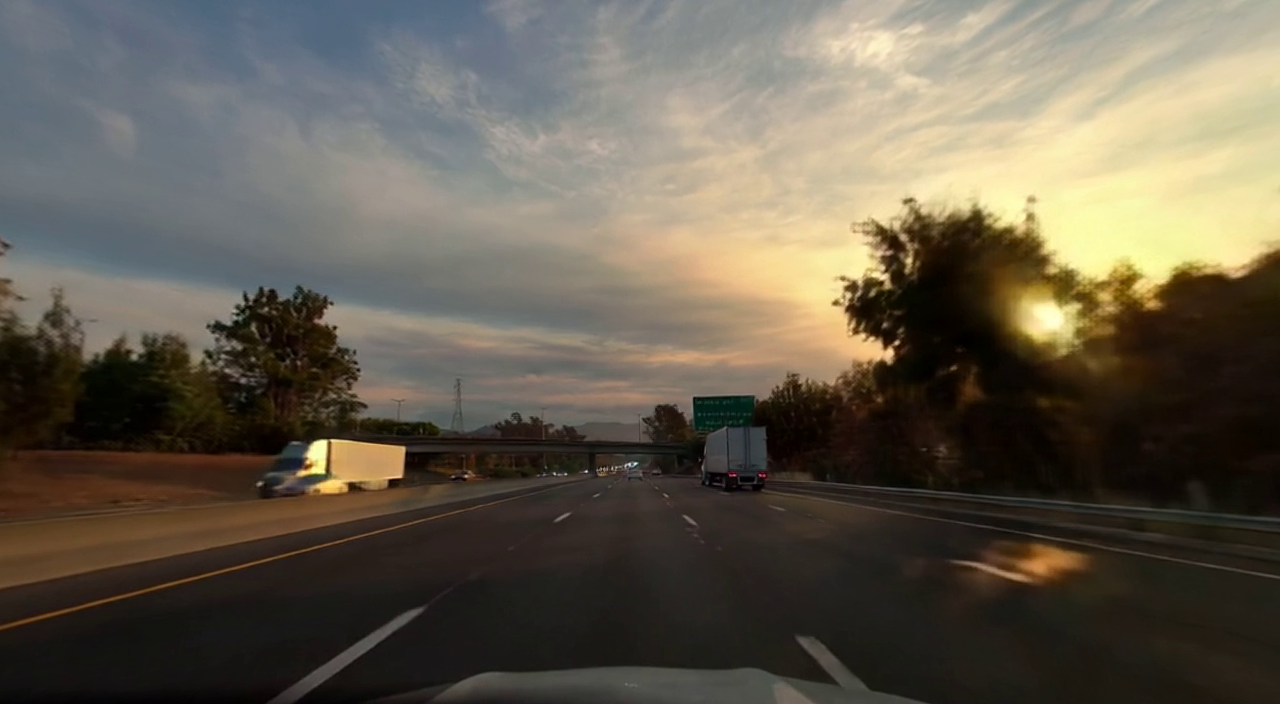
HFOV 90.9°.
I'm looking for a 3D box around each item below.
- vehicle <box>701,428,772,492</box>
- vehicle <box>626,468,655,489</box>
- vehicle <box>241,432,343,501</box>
[{"bbox_3d":[6.869,8.183,47.300,2.926,4.073,13.836,1,-10,-1],"label":"vehicle"},{"bbox_3d":[-0.008,9.238,46.232,2.029,1.459,3.684,1,-10,-1],"label":"vehicle"},{"bbox_3d":[-22.591,7.520,41.409,2.988,4.124,6.101,1,-10,0],"label":"vehicle"}]
